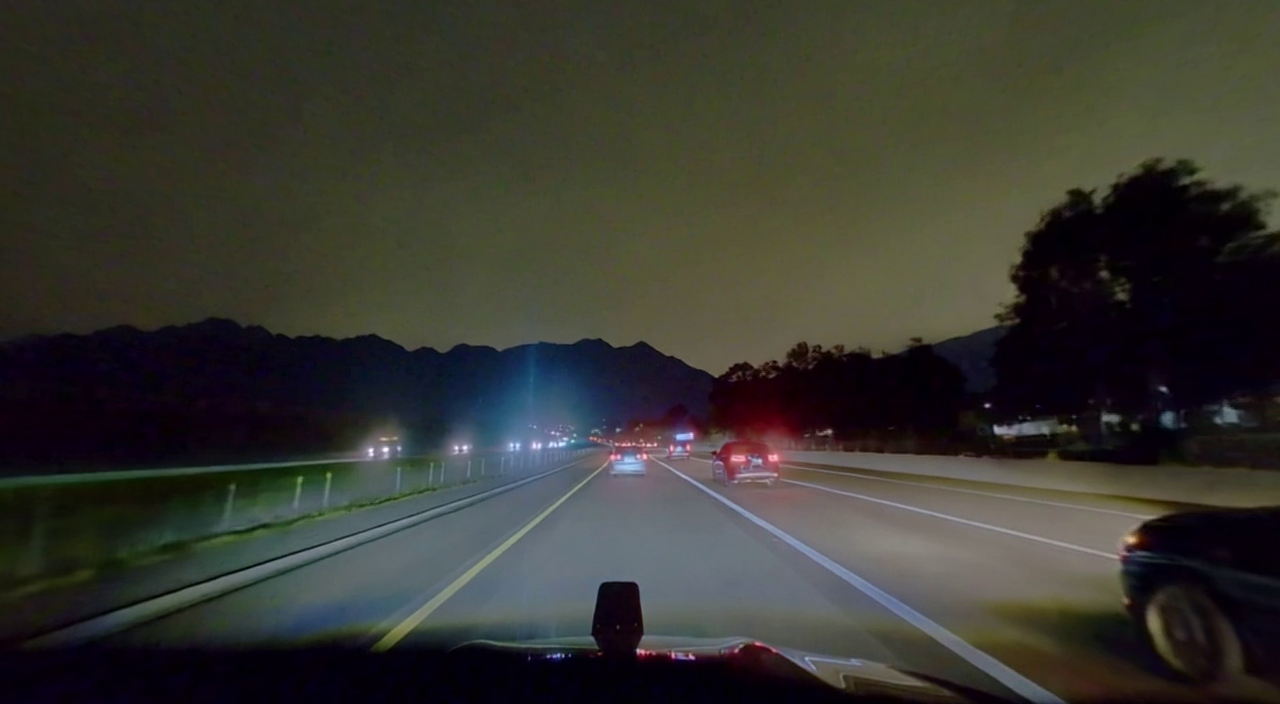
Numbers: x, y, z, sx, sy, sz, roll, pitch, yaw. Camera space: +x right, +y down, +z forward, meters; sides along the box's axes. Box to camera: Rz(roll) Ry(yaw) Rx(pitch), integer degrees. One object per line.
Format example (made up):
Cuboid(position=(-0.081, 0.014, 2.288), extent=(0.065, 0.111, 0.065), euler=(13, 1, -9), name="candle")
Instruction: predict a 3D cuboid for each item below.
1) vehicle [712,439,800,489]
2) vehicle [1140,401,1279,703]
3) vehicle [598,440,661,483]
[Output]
Cuboid(position=(3.682, 3.635, 20.778), extent=(1.957, 1.447, 4.241), euler=(0, -9, -2), name="vehicle")
Cuboid(position=(3.929, 0.769, 1.473), extent=(1.949, 1.493, 4.272), euler=(0, -9, -1), name="vehicle")
Cuboid(position=(-0.349, 3.956, 23.027), extent=(2.085, 1.449, 3.860), euler=(0, -9, 0), name="vehicle")
